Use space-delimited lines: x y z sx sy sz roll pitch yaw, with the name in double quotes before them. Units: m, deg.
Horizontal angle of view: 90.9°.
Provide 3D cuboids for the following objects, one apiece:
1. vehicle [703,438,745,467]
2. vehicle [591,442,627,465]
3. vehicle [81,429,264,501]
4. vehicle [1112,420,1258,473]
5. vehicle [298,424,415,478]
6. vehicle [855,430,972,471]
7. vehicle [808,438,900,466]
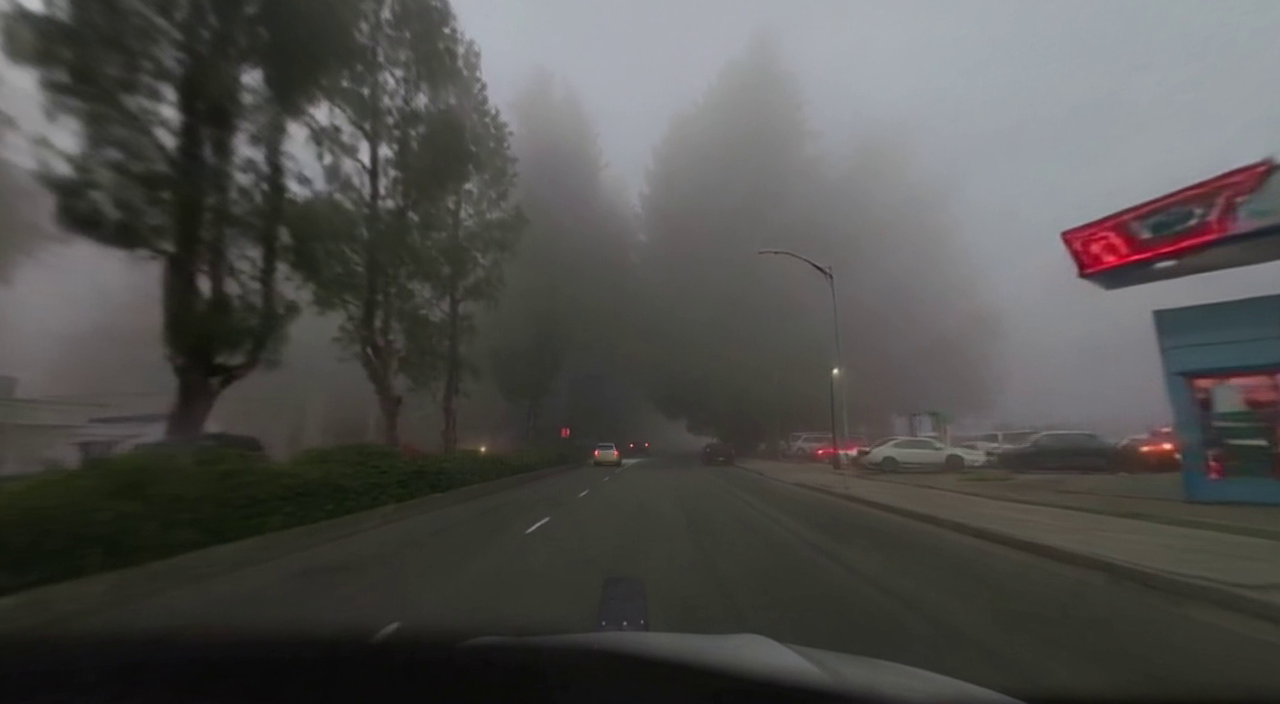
"vehicle" 5.289 6.404 40.201 2.179 1.709 4.512 0 -9 2
"vehicle" -1.945 6.582 40.869 1.959 1.406 4.272 0 -9 2
"vehicle" -14.564 3.533 20.096 2.060 2.017 4.660 -1 -9 2
"vehicle" 21.345 3.767 24.994 2.060 1.865 4.542 -1 -9 7
"vehicle" -18.227 6.475 41.512 2.953 3.076 9.336 -1 -9 3
"vehicle" 12.509 4.532 29.039 4.454 1.776 1.891 0 -9 1
"vehicle" 11.695 5.493 34.661 4.328 1.455 1.884 0 -9 2
